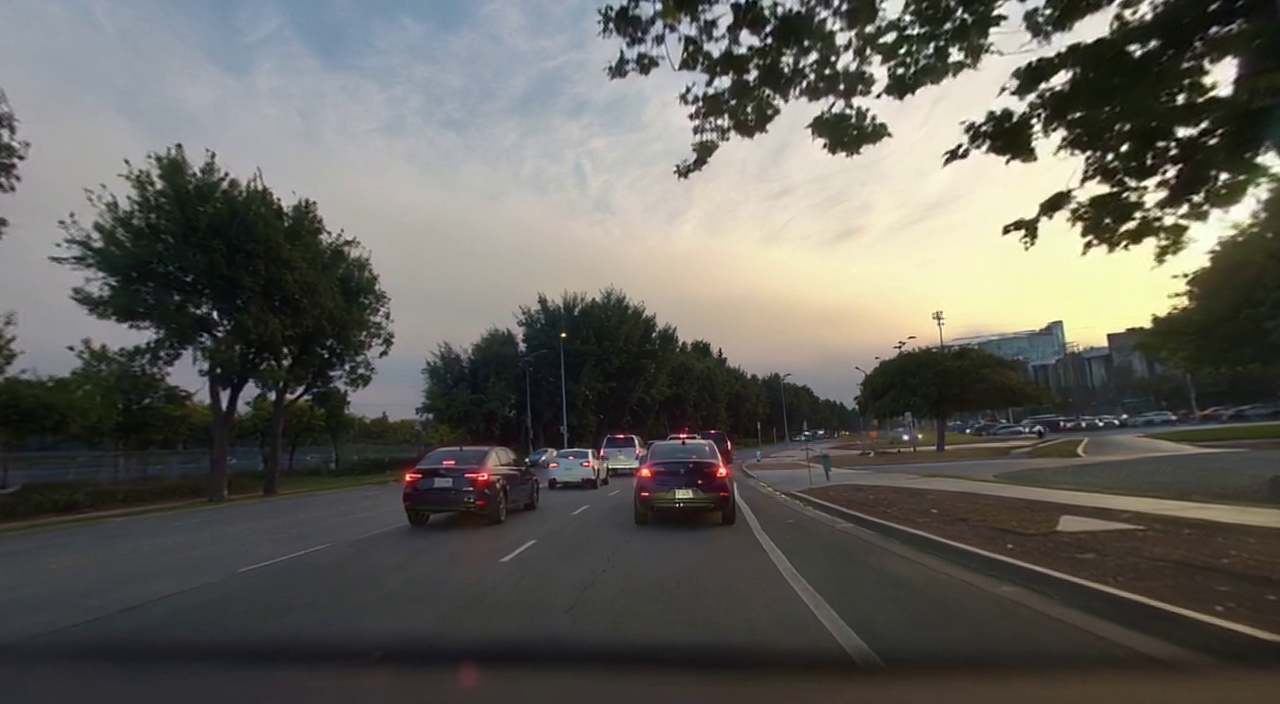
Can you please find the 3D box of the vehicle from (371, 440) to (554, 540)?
[{"bbox_3d":[-3.028,2.445,11.847,1.940,1.502,4.241,-1,-9,4],"label":"vehicle"}]

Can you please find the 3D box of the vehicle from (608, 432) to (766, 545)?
[{"bbox_3d":[0.687,2.190,10.736,2.142,1.528,4.133,0,-9,1],"label":"vehicle"}]

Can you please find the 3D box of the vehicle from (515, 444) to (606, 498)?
[{"bbox_3d":[-2.332,3.639,19.692,1.870,1.490,4.187,-1,-9,6],"label":"vehicle"}]
